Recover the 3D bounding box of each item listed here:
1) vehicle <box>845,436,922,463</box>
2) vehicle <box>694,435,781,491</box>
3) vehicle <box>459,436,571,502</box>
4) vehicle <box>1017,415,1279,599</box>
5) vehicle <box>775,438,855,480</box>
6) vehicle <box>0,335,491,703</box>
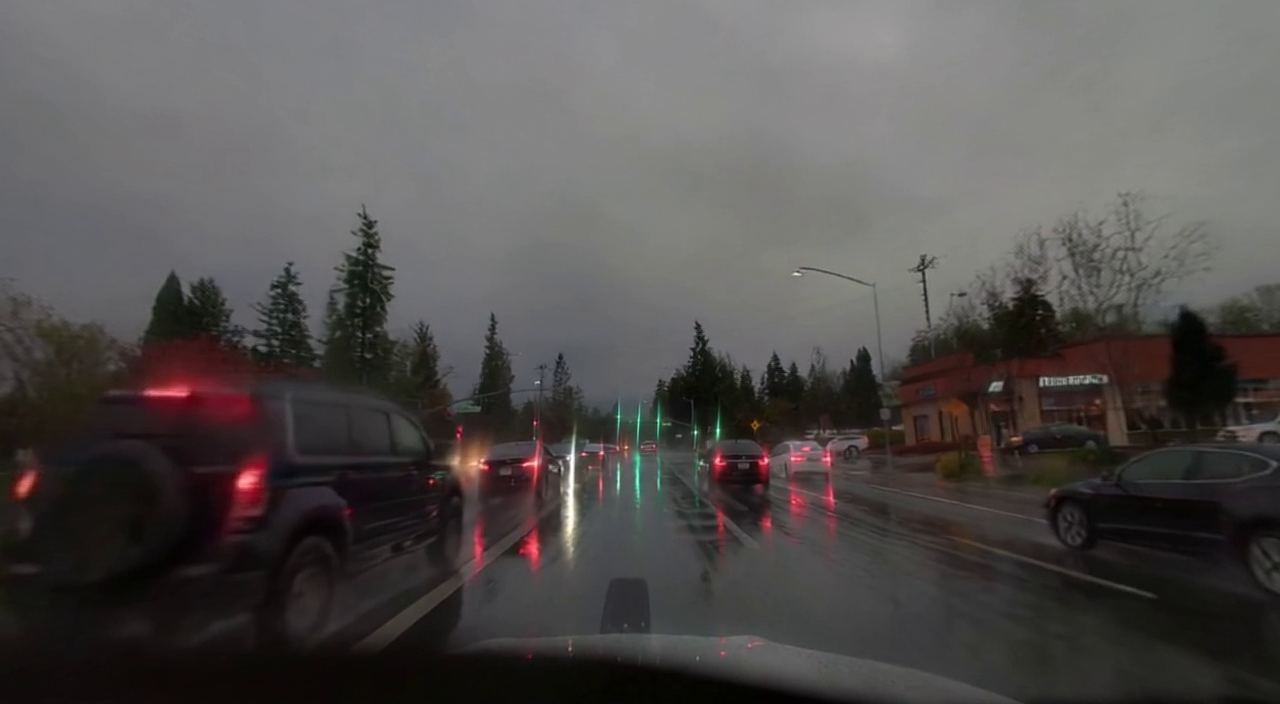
[{"bbox_3d":[15.595,6.227,40.292,4.337,1.614,2.043,4,-9,-24],"label":"vehicle"},{"bbox_3d":[2.890,3.399,19.624,2.004,1.512,4.206,0,-9,0],"label":"vehicle"},{"bbox_3d":[-3.023,2.938,16.274,1.952,1.457,4.372,0,-9,1],"label":"vehicle"},{"bbox_3d":[6.347,1.498,6.610,1.881,1.540,4.750,0,-9,1],"label":"vehicle"},{"bbox_3d":[7.090,4.385,26.124,2.070,1.547,4.941,-1,-9,3],"label":"vehicle"},{"bbox_3d":[-2.822,1.142,5.177,2.117,1.799,4.442,0,-9,0],"label":"vehicle"}]
